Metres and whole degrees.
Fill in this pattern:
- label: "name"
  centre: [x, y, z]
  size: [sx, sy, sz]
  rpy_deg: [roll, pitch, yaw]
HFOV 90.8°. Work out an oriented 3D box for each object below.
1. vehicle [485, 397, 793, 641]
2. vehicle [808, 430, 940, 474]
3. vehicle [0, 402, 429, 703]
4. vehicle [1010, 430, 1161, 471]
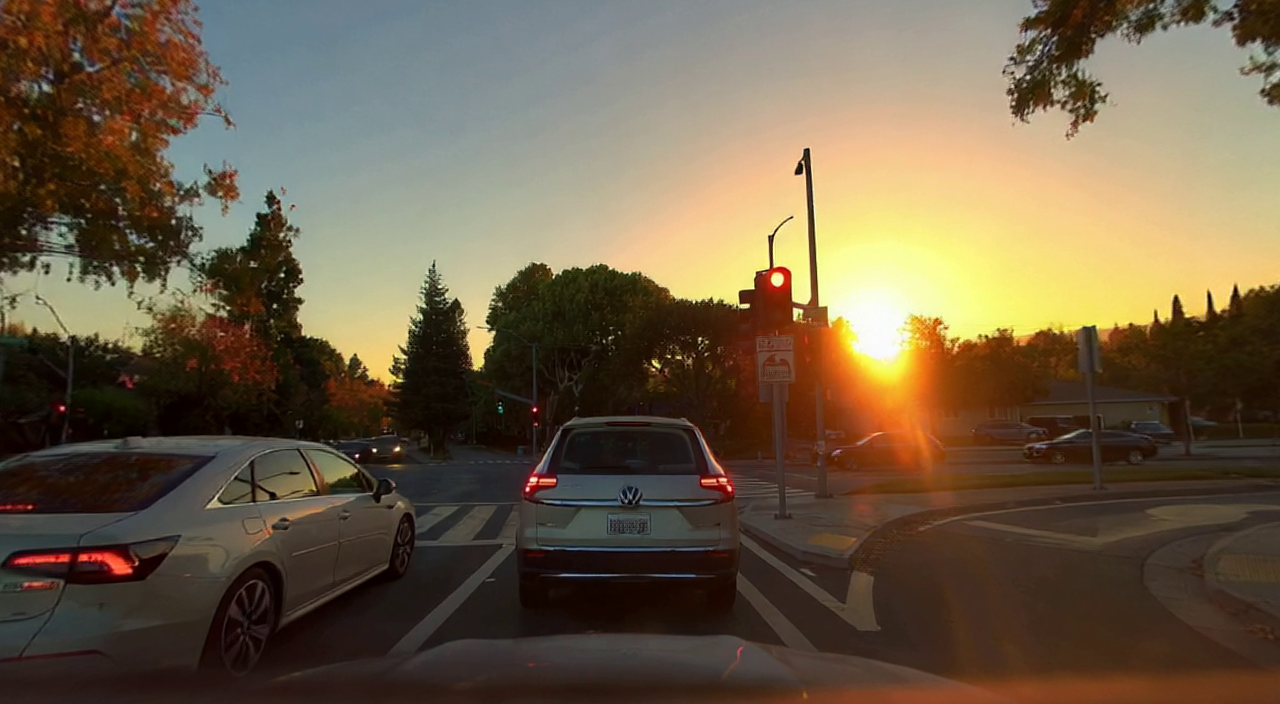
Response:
- label: "vehicle"
  centre: [-0.154, 1.470, 6.563]
  size: [2.154, 1.670, 4.140]
  rpy_deg: [1, -9, -5]
- label: "vehicle"
  centre: [9.896, 4.281, 27.106]
  size: [4.887, 1.769, 2.035]
  rpy_deg: [-1, -9, 6]
- label: "vehicle"
  centre: [-3.305, 1.272, 4.707]
  size: [2.035, 1.492, 4.415]
  rpy_deg: [0, -9, -2]
- label: "vehicle"
  centre: [18.317, 4.064, 26.191]
  size: [4.670, 1.616, 1.926]
  rpy_deg: [-1, -9, 6]
